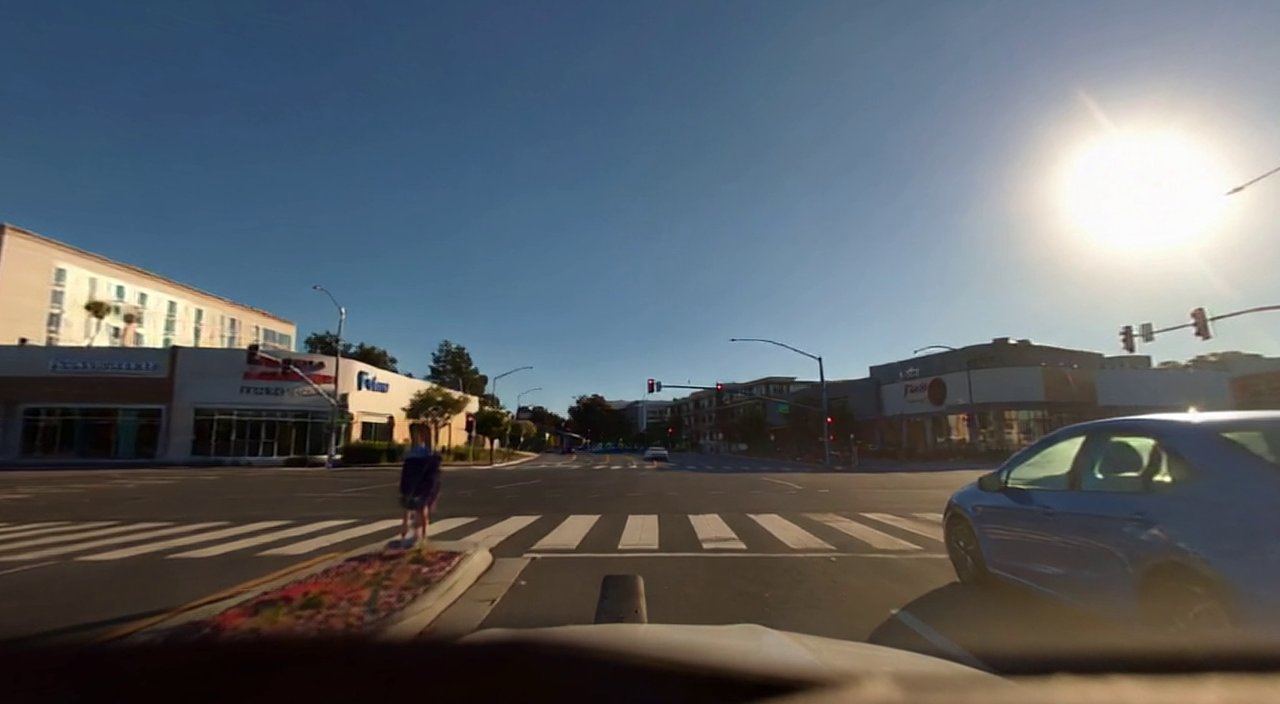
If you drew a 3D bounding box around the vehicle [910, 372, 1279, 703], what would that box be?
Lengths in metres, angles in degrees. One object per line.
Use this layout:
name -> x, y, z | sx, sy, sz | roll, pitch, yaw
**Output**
vehicle -> 3.711, 1.143, 4.226 | 2.067, 1.625, 4.073 | -1, -8, 2
